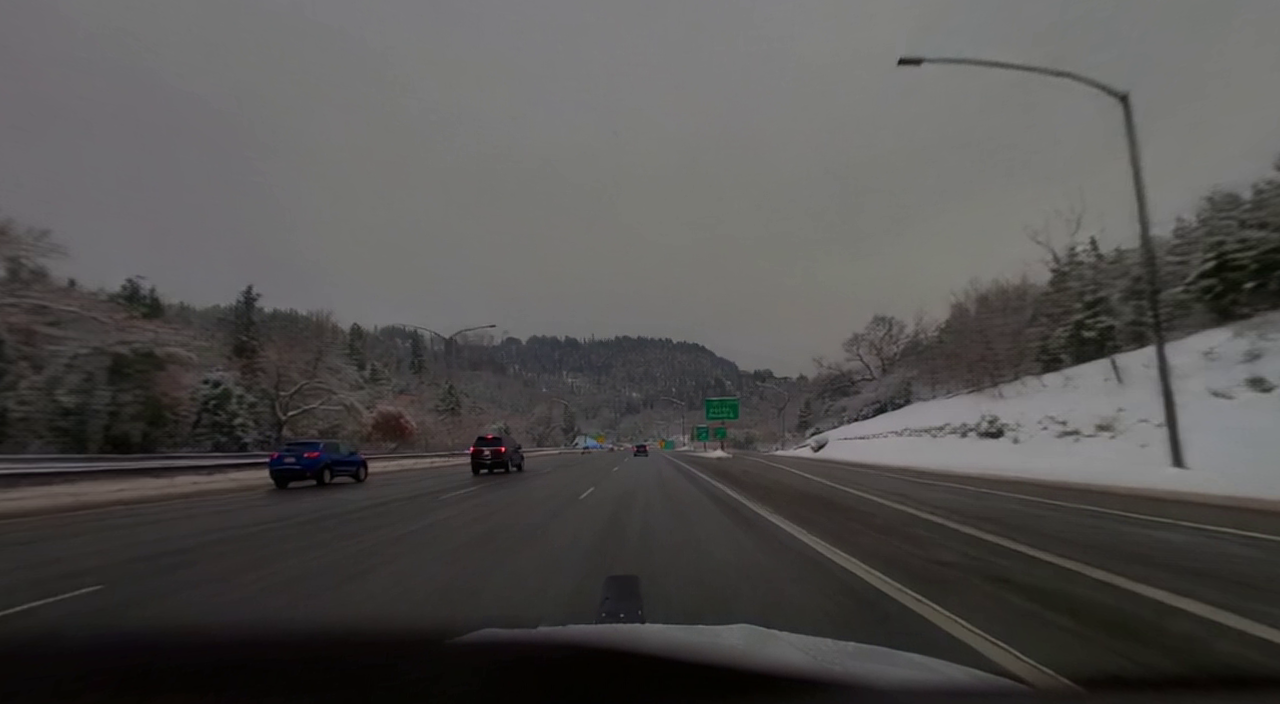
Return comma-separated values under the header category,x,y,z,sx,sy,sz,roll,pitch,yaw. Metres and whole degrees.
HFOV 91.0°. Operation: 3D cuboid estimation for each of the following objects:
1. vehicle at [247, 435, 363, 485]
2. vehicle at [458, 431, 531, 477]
category,x,y,z,sx,sy,sz,roll,pitch,yaw
vehicle,-13.760,4.458,26.303,2.079,1.822,4.893,-1,-9,1
vehicle,-6.732,4.798,29.759,2.219,1.947,4.924,-1,-9,1
